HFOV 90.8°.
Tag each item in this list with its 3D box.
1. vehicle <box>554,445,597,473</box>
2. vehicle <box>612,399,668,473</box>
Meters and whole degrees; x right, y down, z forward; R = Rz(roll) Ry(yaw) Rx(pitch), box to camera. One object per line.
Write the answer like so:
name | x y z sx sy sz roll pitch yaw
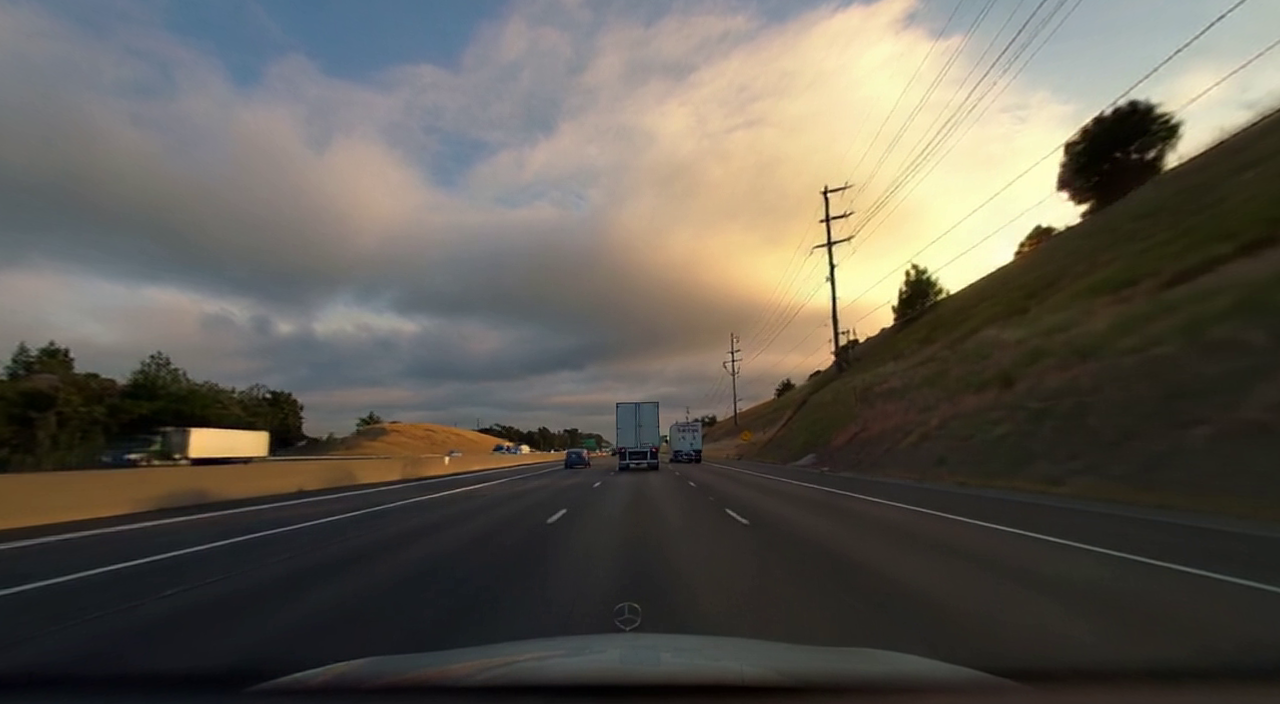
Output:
vehicle | -3.806 6.392 37.968 2.128 1.533 4.694 0 -9 0
vehicle | 0.029 5.394 39.894 2.985 4.025 10.982 0 -9 0
